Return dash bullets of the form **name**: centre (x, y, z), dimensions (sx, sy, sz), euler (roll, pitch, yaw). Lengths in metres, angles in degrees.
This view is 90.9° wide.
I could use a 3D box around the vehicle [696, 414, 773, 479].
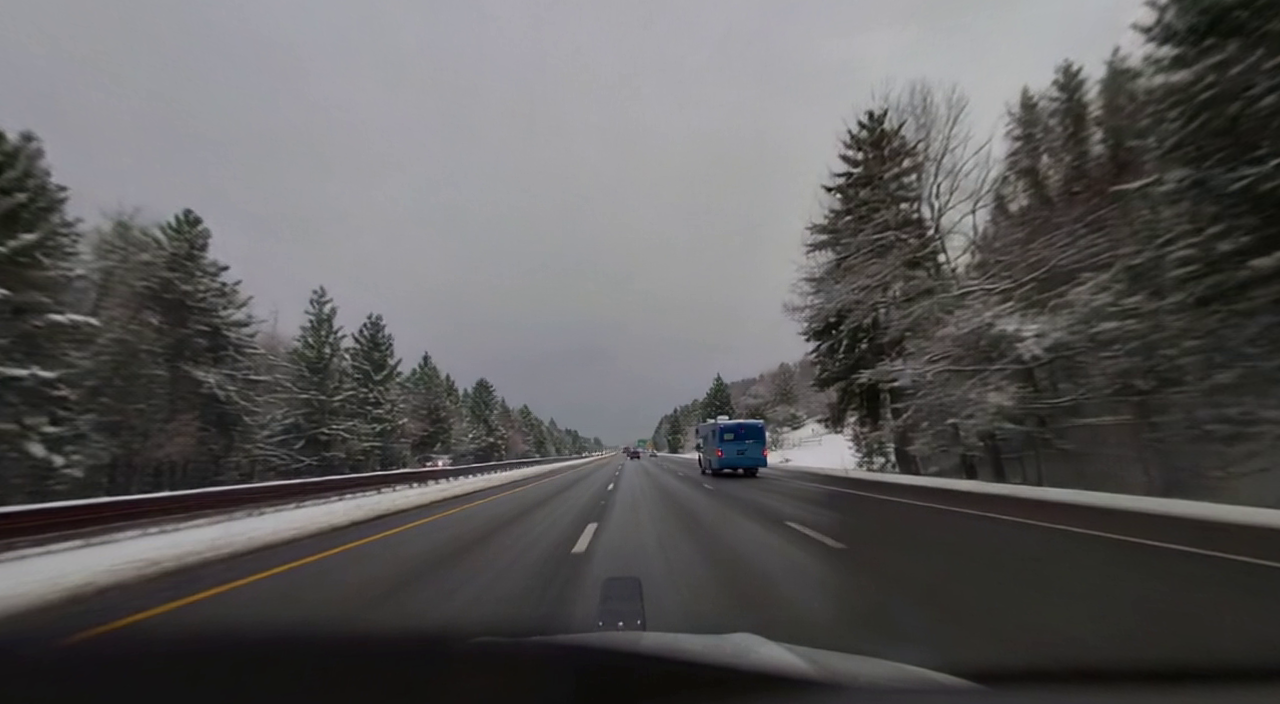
- **vehicle**: centre (4.405, 4.594, 30.576), dimensions (2.556, 2.763, 6.287), euler (0, -9, -2)
